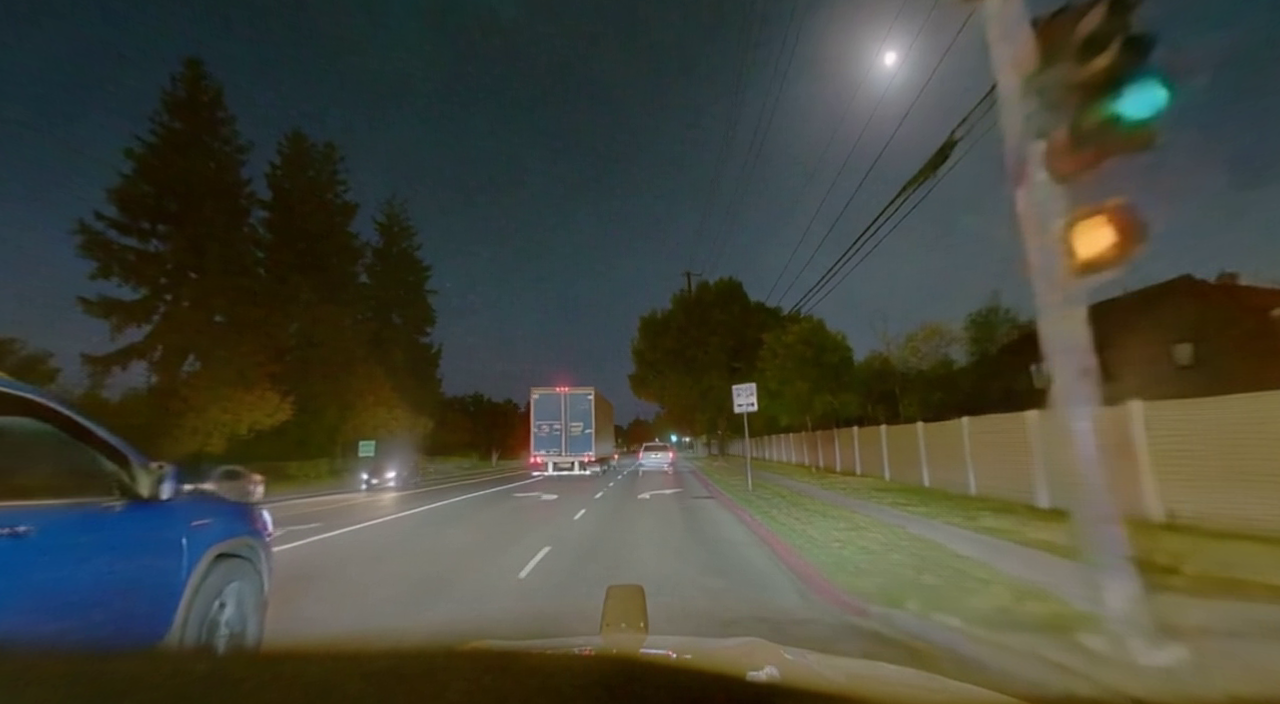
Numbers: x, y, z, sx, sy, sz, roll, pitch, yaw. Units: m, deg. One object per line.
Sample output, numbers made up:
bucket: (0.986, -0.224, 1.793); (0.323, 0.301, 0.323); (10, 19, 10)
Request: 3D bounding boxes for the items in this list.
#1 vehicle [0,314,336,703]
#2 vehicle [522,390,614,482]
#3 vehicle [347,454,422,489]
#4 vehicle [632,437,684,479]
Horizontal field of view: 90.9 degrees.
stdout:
vehicle: (-3.283, 0.793, 2.212); (2.093, 1.832, 4.508); (0, -9, 1)
vehicle: (-3.085, 4.050, 29.876); (2.928, 3.658, 8.980); (0, -9, 2)
vehicle: (-14.090, 6.583, 35.095); (2.123, 1.789, 4.609); (0, -9, 2)
vehicle: (0.786, 4.732, 28.311); (2.174, 1.749, 4.113); (0, -9, 1)
